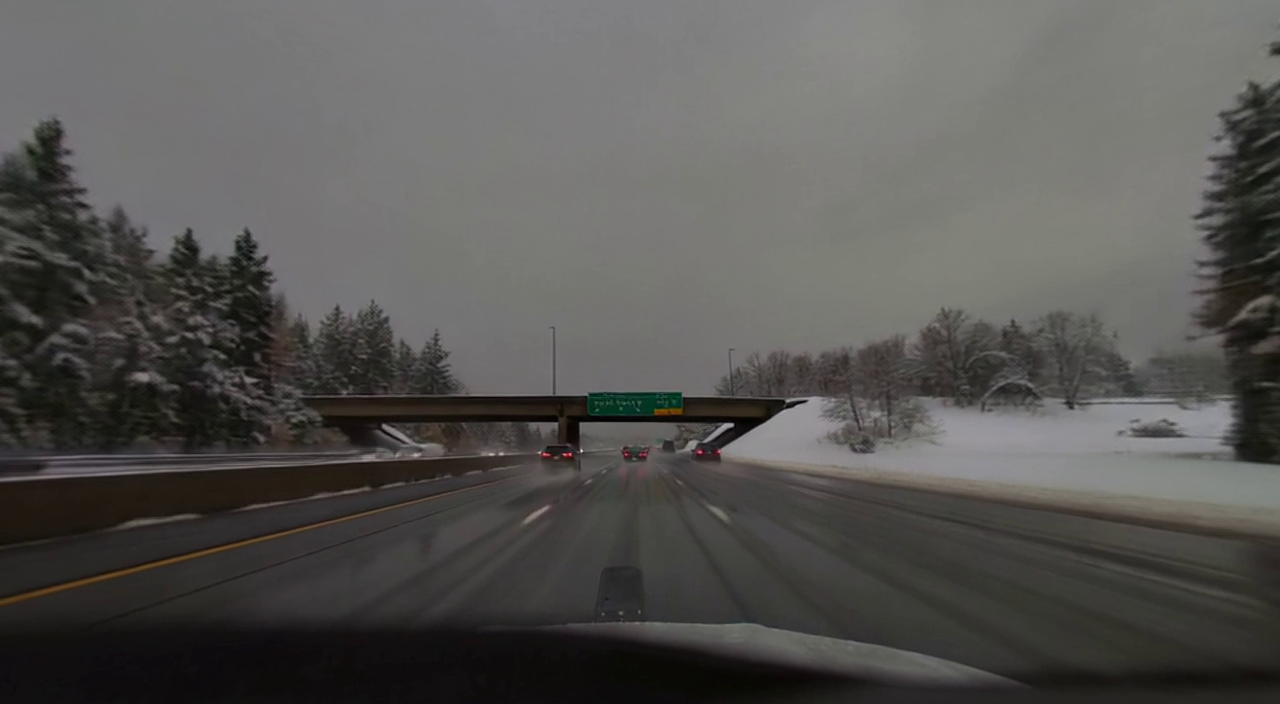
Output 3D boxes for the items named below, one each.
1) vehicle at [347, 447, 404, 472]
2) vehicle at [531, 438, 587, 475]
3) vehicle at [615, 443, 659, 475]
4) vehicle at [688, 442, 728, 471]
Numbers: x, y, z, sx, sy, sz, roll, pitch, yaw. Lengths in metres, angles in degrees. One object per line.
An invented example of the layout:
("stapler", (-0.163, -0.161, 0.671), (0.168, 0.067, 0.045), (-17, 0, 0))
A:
("vehicle", (-16.447, 6.680, 39.493), (1.841, 1.476, 3.867), (0, -9, 0))
("vehicle", (-4.031, 5.286, 32.182), (2.113, 1.756, 4.471), (0, -9, 2))
("vehicle", (-0.127, 5.419, 32.256), (2.075, 1.486, 4.007), (0, -9, 0))
("vehicle", (4.029, 6.226, 37.954), (1.936, 1.625, 3.991), (0, -9, 0))
